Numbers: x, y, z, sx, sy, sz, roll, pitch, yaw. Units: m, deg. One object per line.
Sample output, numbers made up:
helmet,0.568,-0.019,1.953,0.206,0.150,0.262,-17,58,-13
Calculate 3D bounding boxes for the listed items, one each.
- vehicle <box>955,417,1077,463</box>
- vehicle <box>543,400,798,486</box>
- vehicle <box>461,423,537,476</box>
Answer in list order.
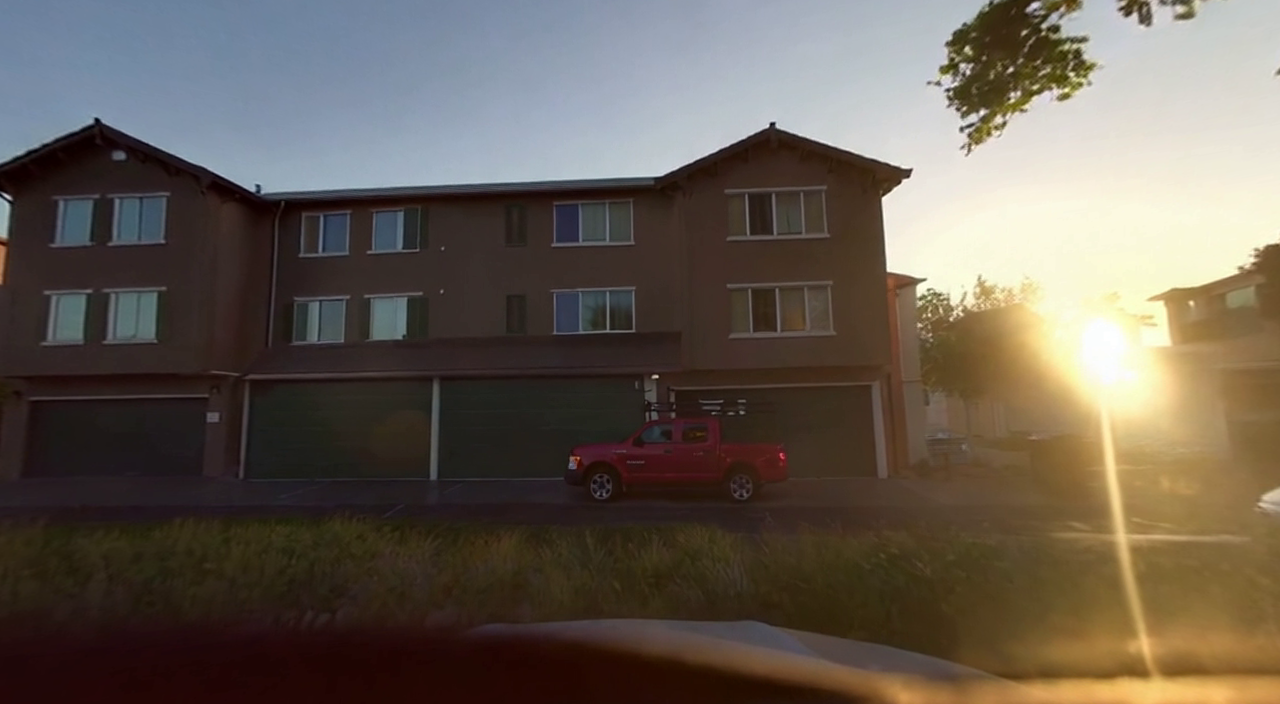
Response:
vehicle,15.239,3.610,25.704,3.770,1.496,1.951,4,-10,1
vehicle,0.661,2.160,15.013,5.600,1.835,2.161,0,-8,0
vehicle,-5.098,3.523,23.275,1.869,1.460,3.826,-4,-3,0
